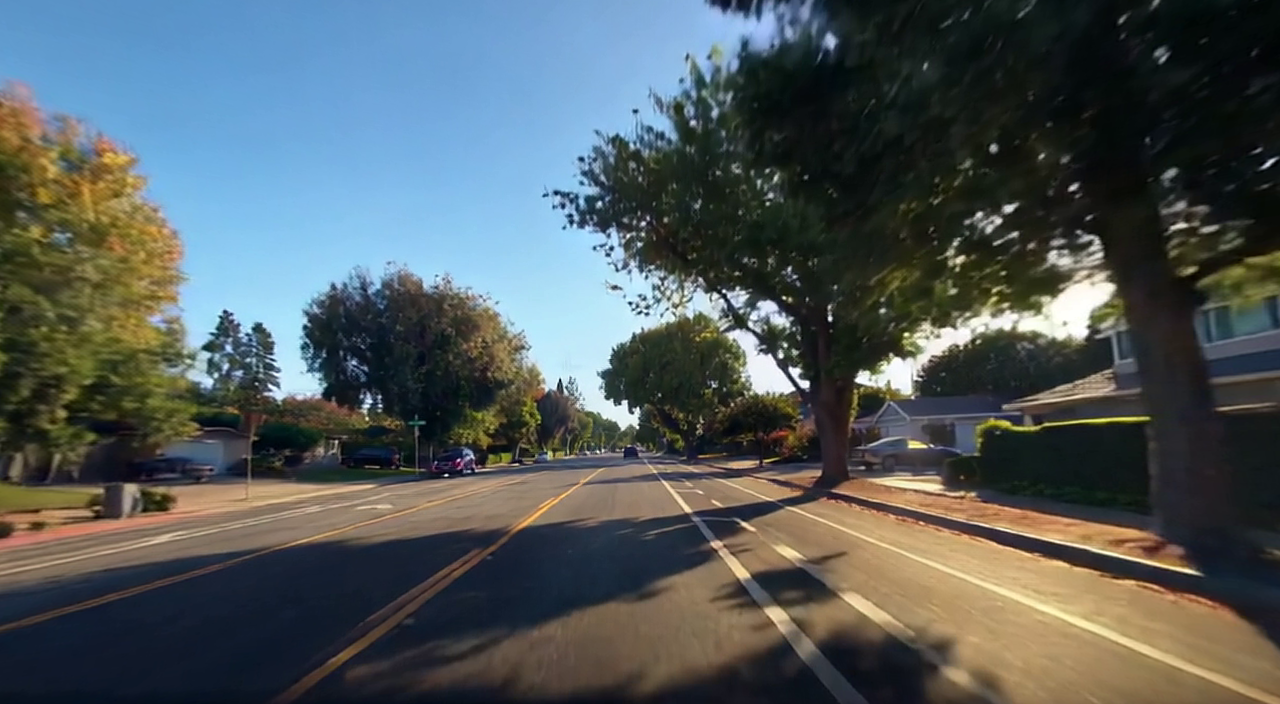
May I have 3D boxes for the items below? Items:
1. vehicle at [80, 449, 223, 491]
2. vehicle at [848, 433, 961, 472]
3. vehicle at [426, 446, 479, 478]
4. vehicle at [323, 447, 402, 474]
[{"bbox_3d":[-21.795,5.239,28.333,4.684,1.758,2.138,-1,-8,2],"label":"vehicle"},{"bbox_3d":[11.974,4.590,28.867,4.194,1.680,2.150,0,-8,1],"label":"vehicle"},{"bbox_3d":[-12.056,7.140,41.027,2.062,1.821,4.880,-3,-10,-1],"label":"vehicle"},{"bbox_3d":[-19.680,7.690,44.933,4.668,1.824,1.999,0,-9,-1],"label":"vehicle"}]
